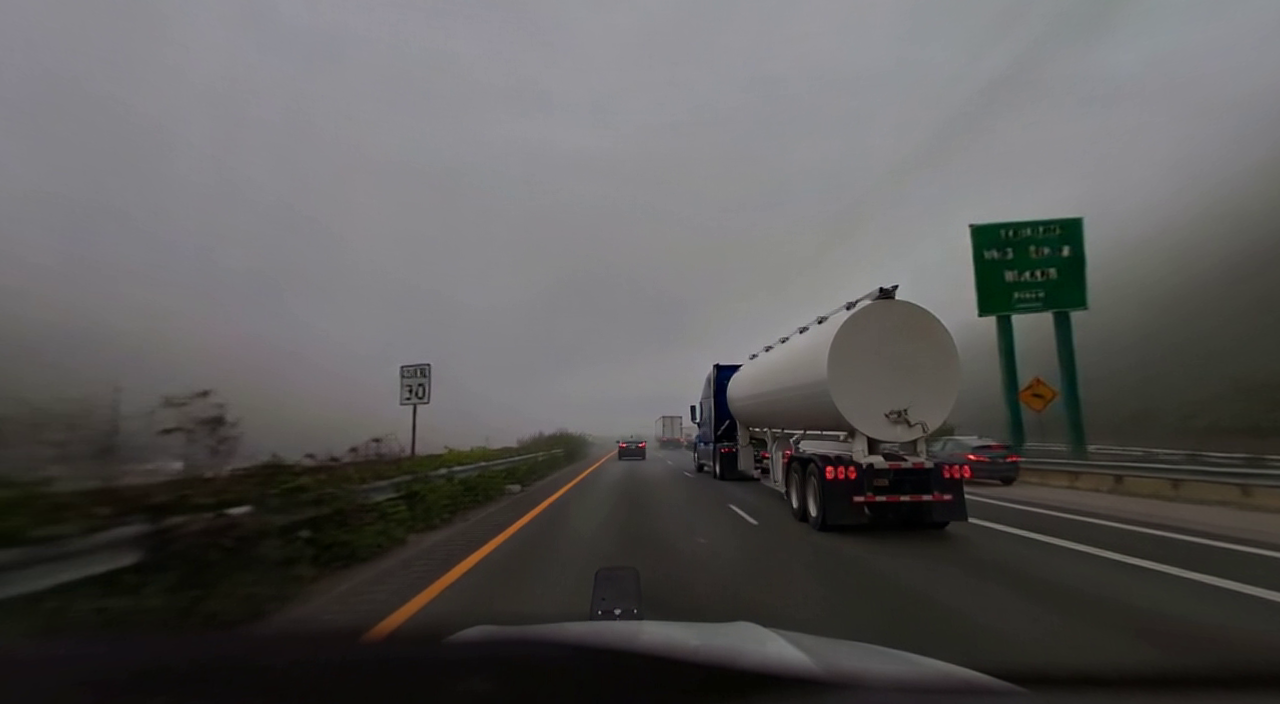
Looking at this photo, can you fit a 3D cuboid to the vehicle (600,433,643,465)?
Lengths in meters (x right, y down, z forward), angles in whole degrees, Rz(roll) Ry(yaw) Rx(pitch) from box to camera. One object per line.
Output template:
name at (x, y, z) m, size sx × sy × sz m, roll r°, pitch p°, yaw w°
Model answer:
vehicle at (-0.880, 4.749, 31.085) m, size 2.000 × 1.510 × 3.518 m, roll 0°, pitch -8°, yaw -1°

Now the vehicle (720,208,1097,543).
vehicle at (3.652, 0.828, 11.954) m, size 2.826 × 3.905 × 9.262 m, roll 0°, pitch -8°, yaw -1°

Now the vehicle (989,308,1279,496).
vehicle at (15.125, 1.758, 18.778) m, size 2.878 × 4.124 × 10.050 m, roll 1°, pitch -8°, yaw -5°
